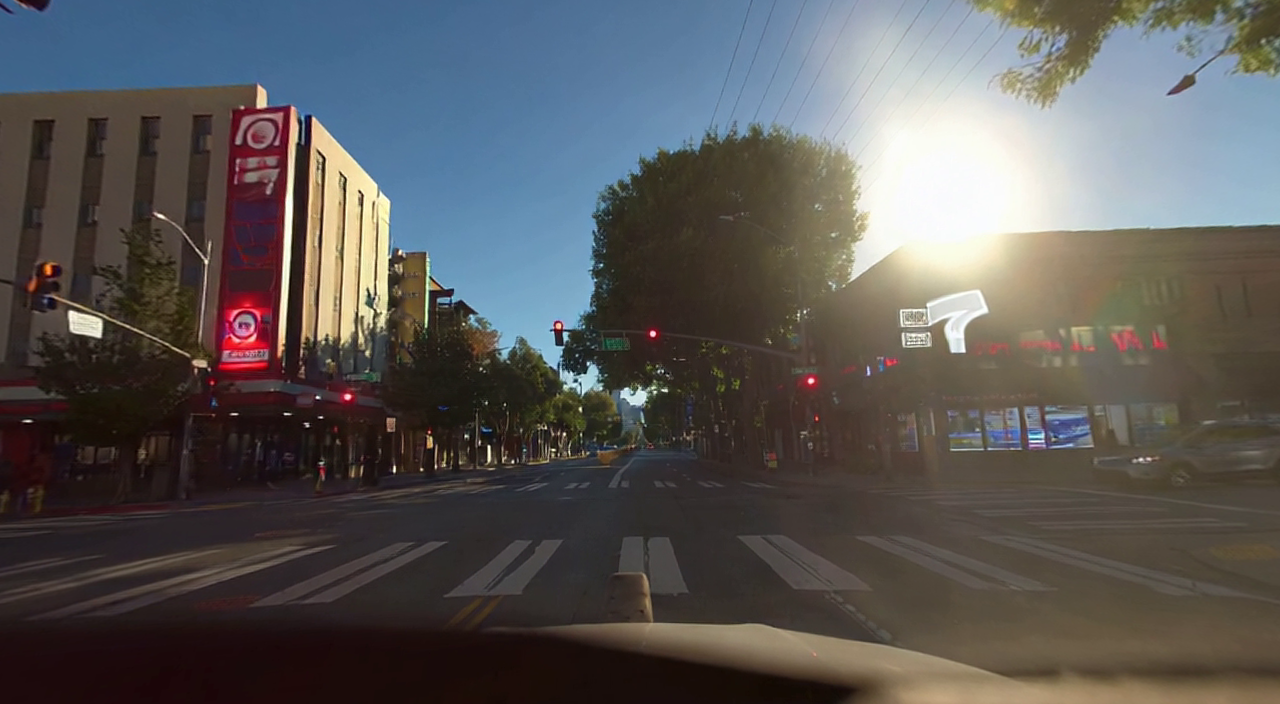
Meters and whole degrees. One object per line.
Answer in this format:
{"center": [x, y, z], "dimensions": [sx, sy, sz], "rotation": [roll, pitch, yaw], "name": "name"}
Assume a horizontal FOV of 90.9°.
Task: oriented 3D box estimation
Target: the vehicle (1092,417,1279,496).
{"center": [14.333, 2.540, 15.490], "dimensions": [4.836, 1.795, 1.957], "rotation": [0, -8, 0], "name": "vehicle"}
